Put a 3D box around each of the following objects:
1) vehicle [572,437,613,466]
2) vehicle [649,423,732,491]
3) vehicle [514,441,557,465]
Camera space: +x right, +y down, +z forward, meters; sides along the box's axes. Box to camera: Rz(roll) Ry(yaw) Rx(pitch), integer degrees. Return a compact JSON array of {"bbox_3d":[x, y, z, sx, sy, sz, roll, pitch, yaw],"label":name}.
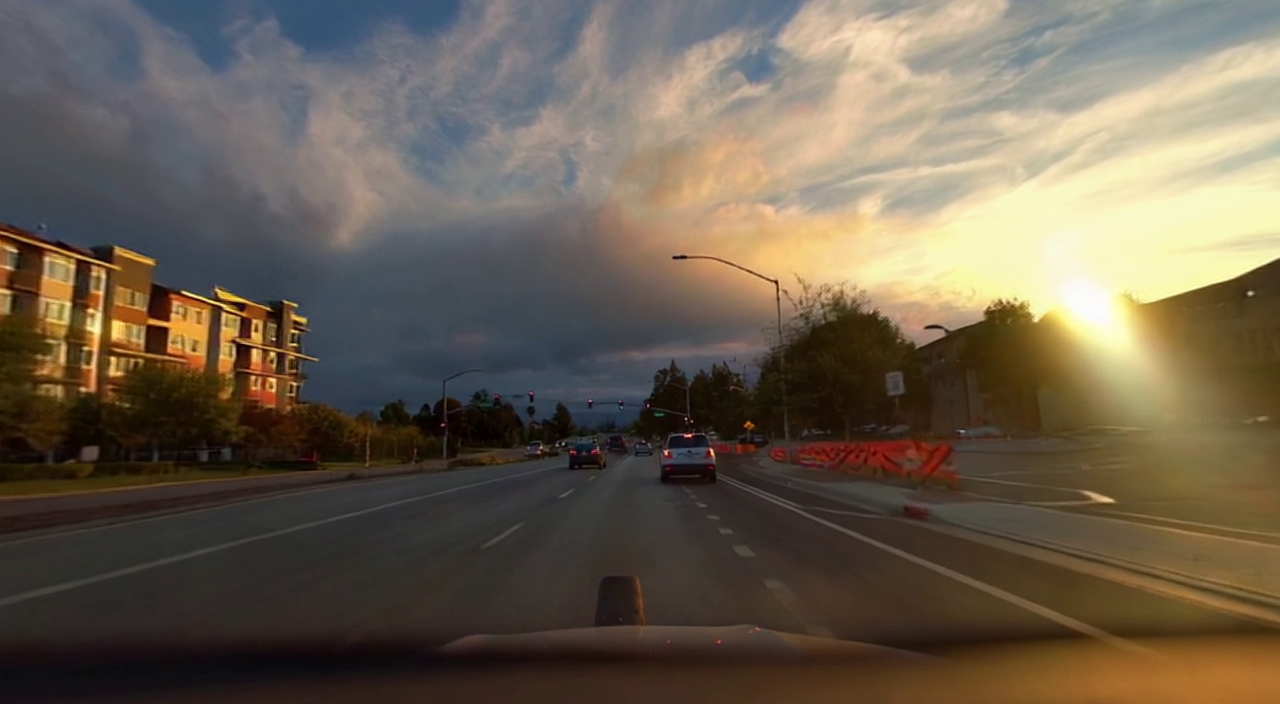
[{"bbox_3d":[-2.839,6.040,38.457,2.121,1.654,3.993,0,-8,1],"label":"vehicle"},{"bbox_3d":[1.421,3.190,19.485,2.197,1.835,4.316,0,-8,0],"label":"vehicle"},{"bbox_3d":[-6.895,6.689,42.092,1.928,1.488,4.635,0,-8,2],"label":"vehicle"}]
